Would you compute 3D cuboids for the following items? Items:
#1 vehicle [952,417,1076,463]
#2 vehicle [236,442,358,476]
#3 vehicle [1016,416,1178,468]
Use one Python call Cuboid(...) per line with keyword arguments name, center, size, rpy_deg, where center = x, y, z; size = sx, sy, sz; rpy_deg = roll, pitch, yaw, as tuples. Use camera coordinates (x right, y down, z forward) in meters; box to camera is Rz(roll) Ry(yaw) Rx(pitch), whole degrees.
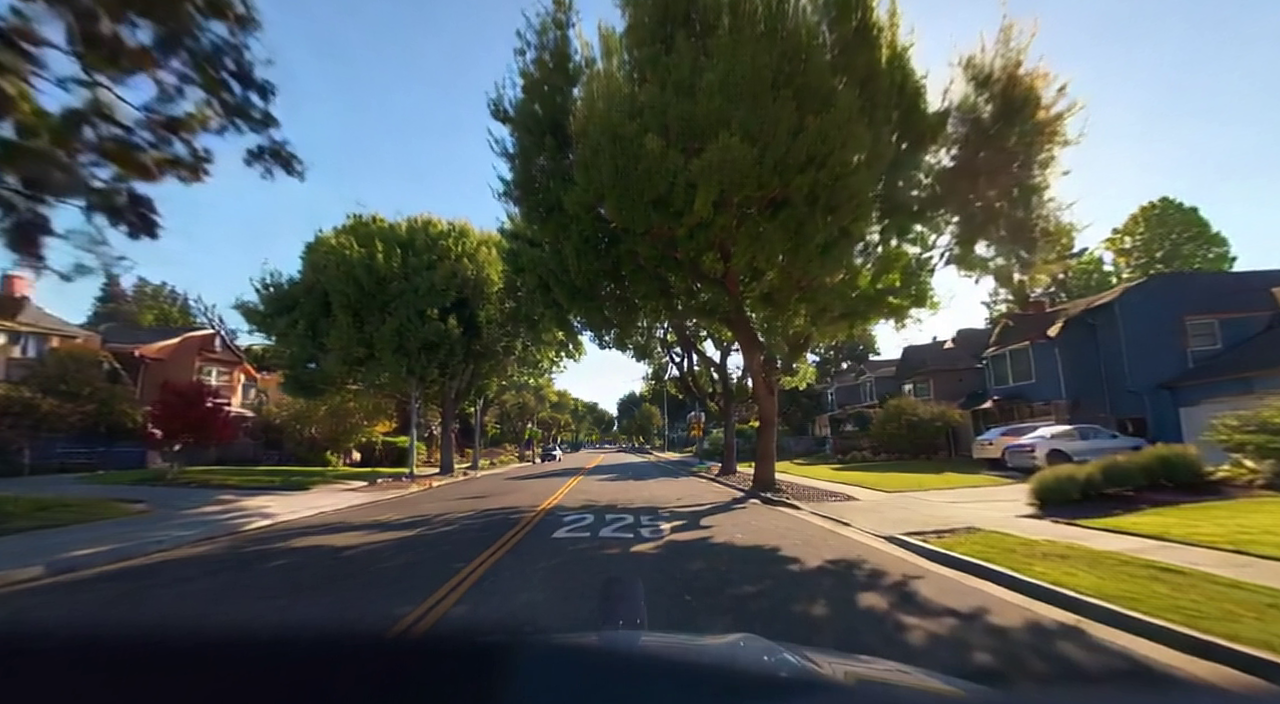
Cuboid(name="vehicle", center=(15.233, 3.565, 25.726), size=(4.426, 1.704, 2.219), rpy_deg=(4, -9, -27))
Cuboid(name="vehicle", center=(-15.461, 4.824, 28.678), size=(4.388, 1.449, 1.882), rpy_deg=(0, -9, -3))
Cuboid(name="vehicle", center=(15.841, 3.131, 22.051), size=(4.198, 1.697, 1.984), rpy_deg=(1, -9, -5))
